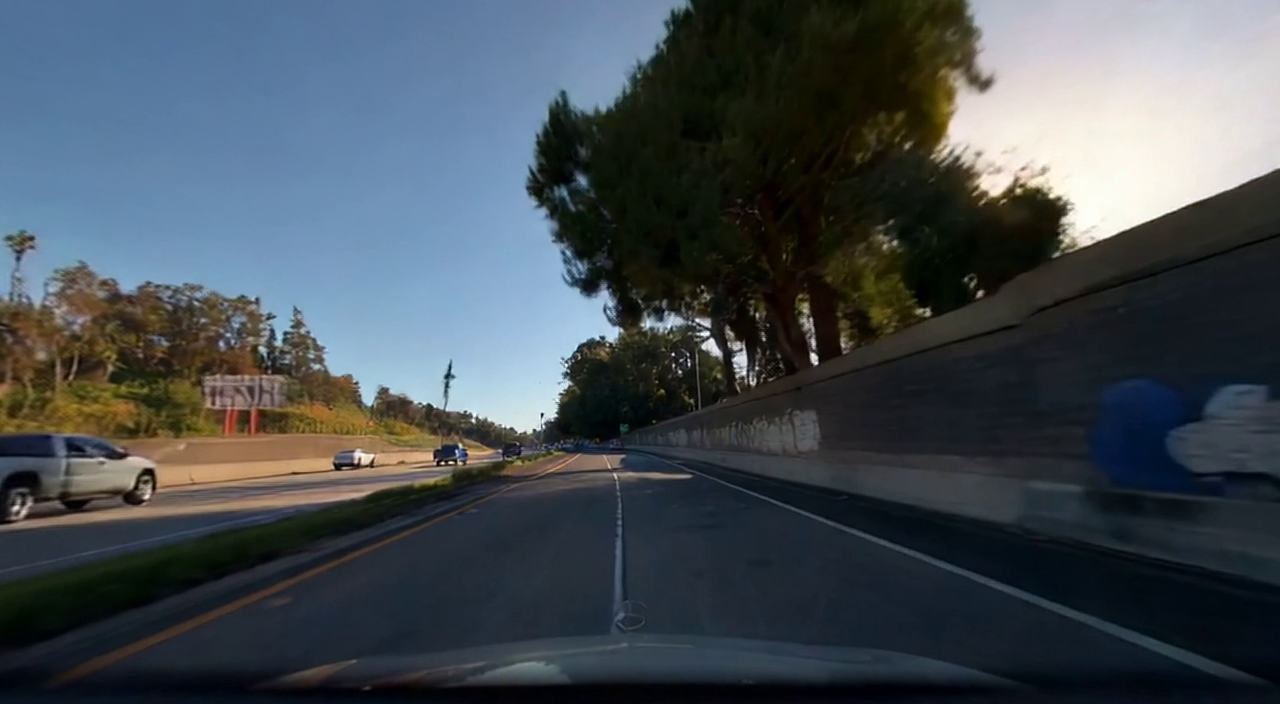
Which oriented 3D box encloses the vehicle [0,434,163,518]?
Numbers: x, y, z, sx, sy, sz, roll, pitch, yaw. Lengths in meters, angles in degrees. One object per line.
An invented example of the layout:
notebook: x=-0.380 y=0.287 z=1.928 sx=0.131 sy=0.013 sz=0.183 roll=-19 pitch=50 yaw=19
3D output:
vehicle: x=-16.197 y=3.200 z=16.655 sx=2.402 sy=1.940 sz=6.283 roll=0 pitch=-9 yaw=-1
